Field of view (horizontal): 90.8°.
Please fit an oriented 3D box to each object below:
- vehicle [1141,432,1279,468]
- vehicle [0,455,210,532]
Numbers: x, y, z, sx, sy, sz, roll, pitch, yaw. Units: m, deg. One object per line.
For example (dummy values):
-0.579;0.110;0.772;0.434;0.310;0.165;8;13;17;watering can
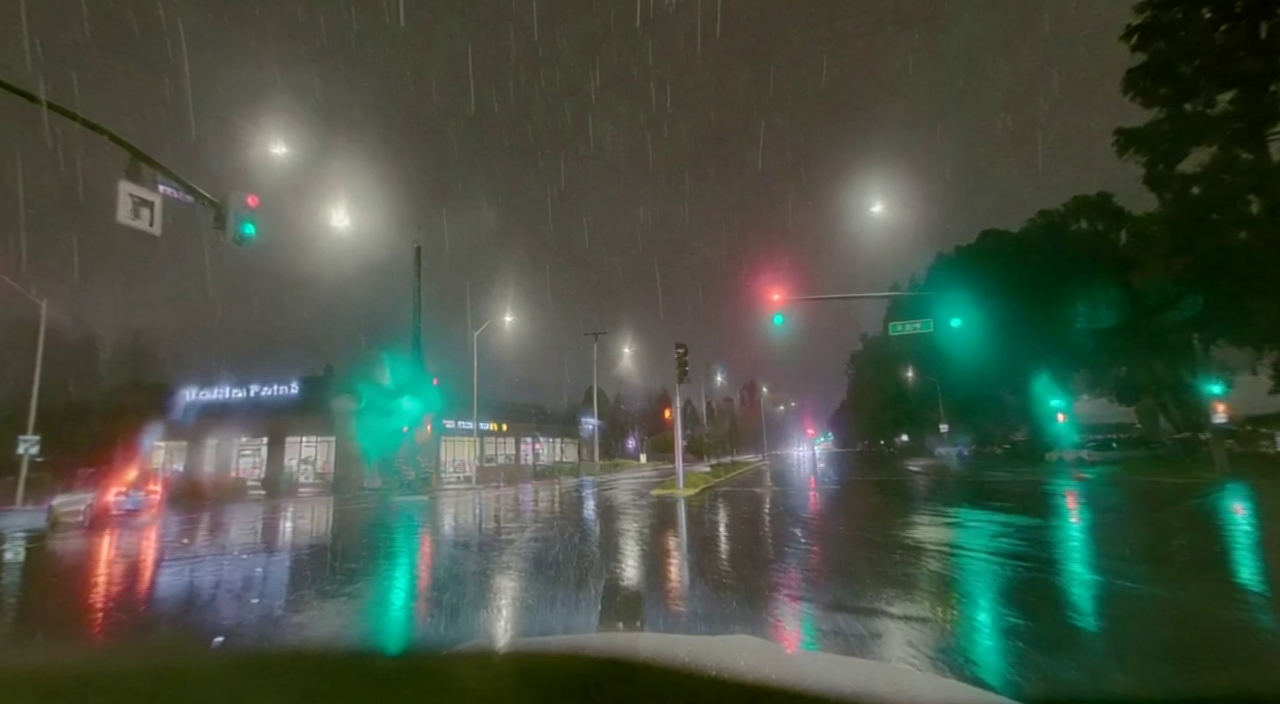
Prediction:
28.763;4.934;31.927;4.908;1.713;1.903;-2;-9;13;vehicle
-13.475;3.436;15.856;4.312;1.642;2.197;-3;-9;20;vehicle
